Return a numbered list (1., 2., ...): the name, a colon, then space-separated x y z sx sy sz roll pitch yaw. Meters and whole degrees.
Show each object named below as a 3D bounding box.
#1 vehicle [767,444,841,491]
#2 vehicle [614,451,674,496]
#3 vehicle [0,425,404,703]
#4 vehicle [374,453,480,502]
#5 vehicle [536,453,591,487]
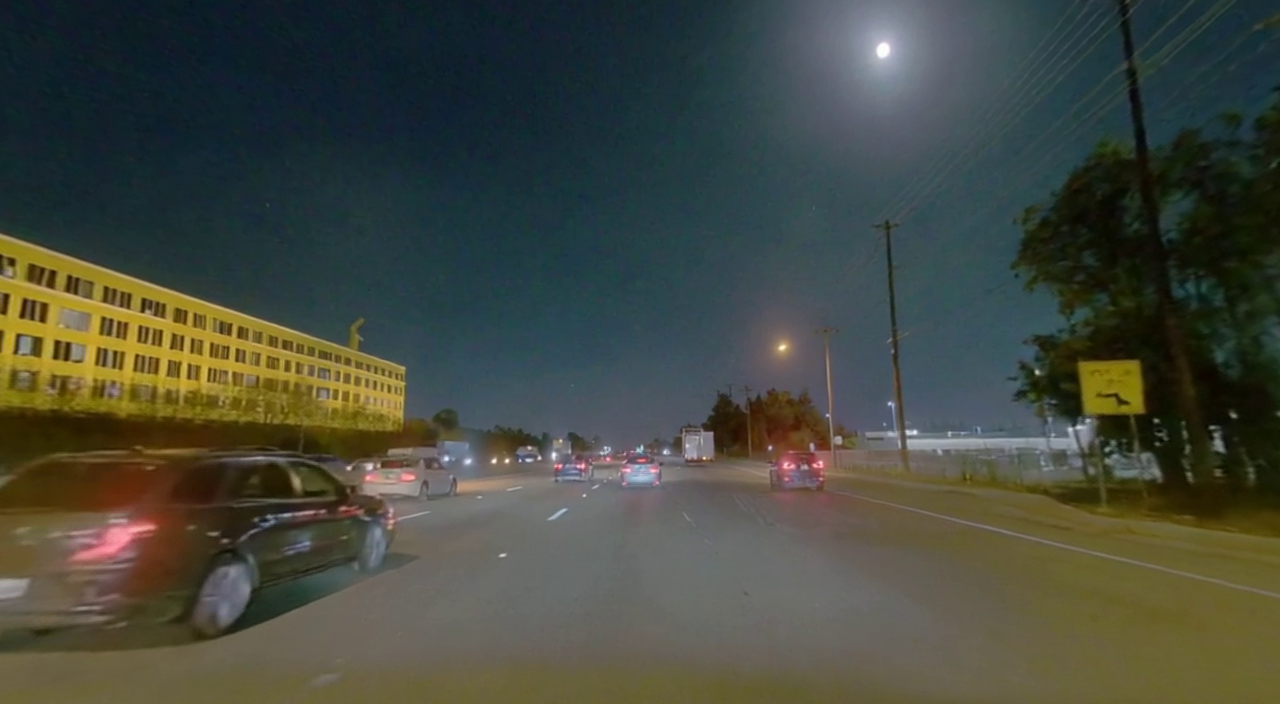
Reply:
1. vehicle: 6.915 4.908 27.126 2.106 1.817 4.845 -1 -9 3
2. vehicle: 0.138 4.654 24.475 2.107 1.538 3.999 -1 -9 0
3. vehicle: -3.854 1.449 5.077 2.059 1.508 4.662 -1 -9 0
4. vehicle: -7.345 4.345 22.346 2.069 1.488 4.780 -1 -9 1
5. vehicle: -3.612 5.689 30.608 2.034 1.466 4.363 -1 -9 1
